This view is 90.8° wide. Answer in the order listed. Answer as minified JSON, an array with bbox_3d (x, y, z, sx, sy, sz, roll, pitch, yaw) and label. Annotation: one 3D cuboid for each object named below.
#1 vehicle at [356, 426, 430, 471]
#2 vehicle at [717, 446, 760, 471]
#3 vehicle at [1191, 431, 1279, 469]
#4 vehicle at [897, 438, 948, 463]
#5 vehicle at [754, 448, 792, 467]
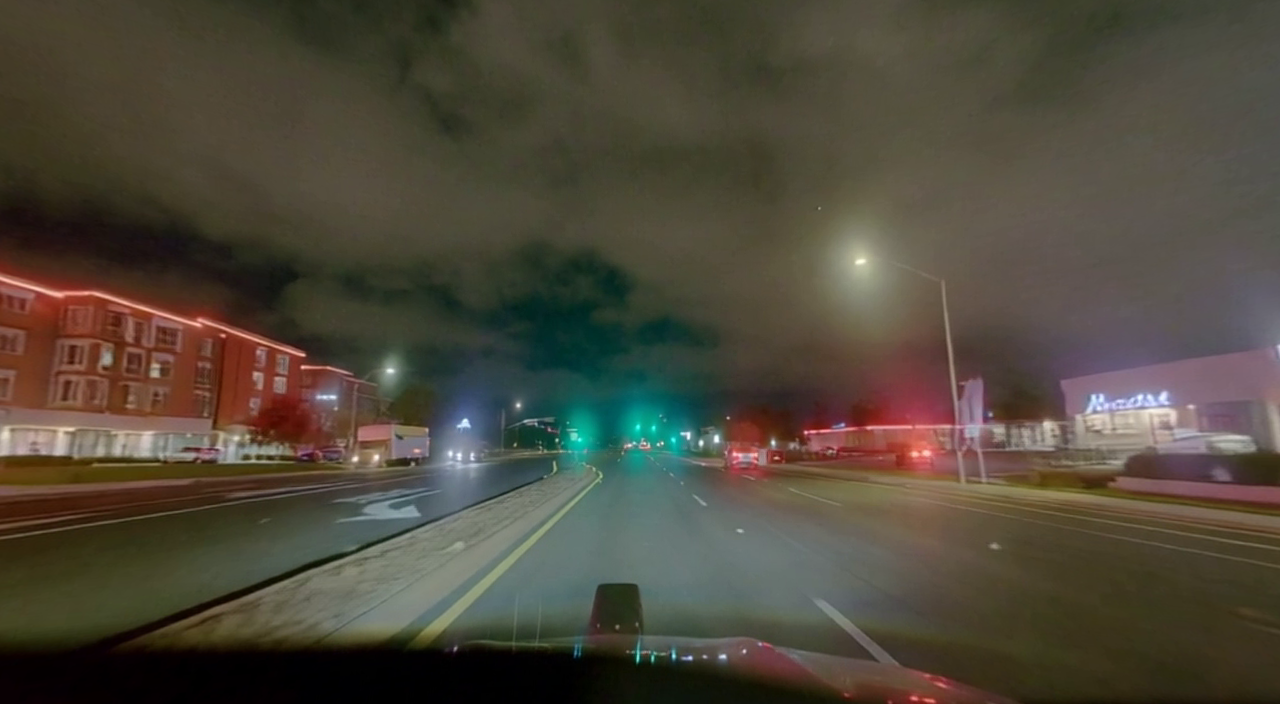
[{"bbox_3d":[-19.236,7.579,49.770,2.886,3.299,6.838,0,-9,1],"label":"vehicle"},{"bbox_3d":[6.132,6.669,39.836,1.916,1.437,4.327,1,-9,-2],"label":"vehicle"},{"bbox_3d":[30.392,4.847,31.264,1.860,1.716,4.675,1,-9,-2],"label":"vehicle"},{"bbox_3d":[19.884,6.925,44.584,1.815,1.643,3.746,0,-9,0],"label":"vehicle"},{"bbox_3d":[10.393,8.253,49.686,1.902,1.427,4.458,1,-9,-2],"label":"vehicle"}]
